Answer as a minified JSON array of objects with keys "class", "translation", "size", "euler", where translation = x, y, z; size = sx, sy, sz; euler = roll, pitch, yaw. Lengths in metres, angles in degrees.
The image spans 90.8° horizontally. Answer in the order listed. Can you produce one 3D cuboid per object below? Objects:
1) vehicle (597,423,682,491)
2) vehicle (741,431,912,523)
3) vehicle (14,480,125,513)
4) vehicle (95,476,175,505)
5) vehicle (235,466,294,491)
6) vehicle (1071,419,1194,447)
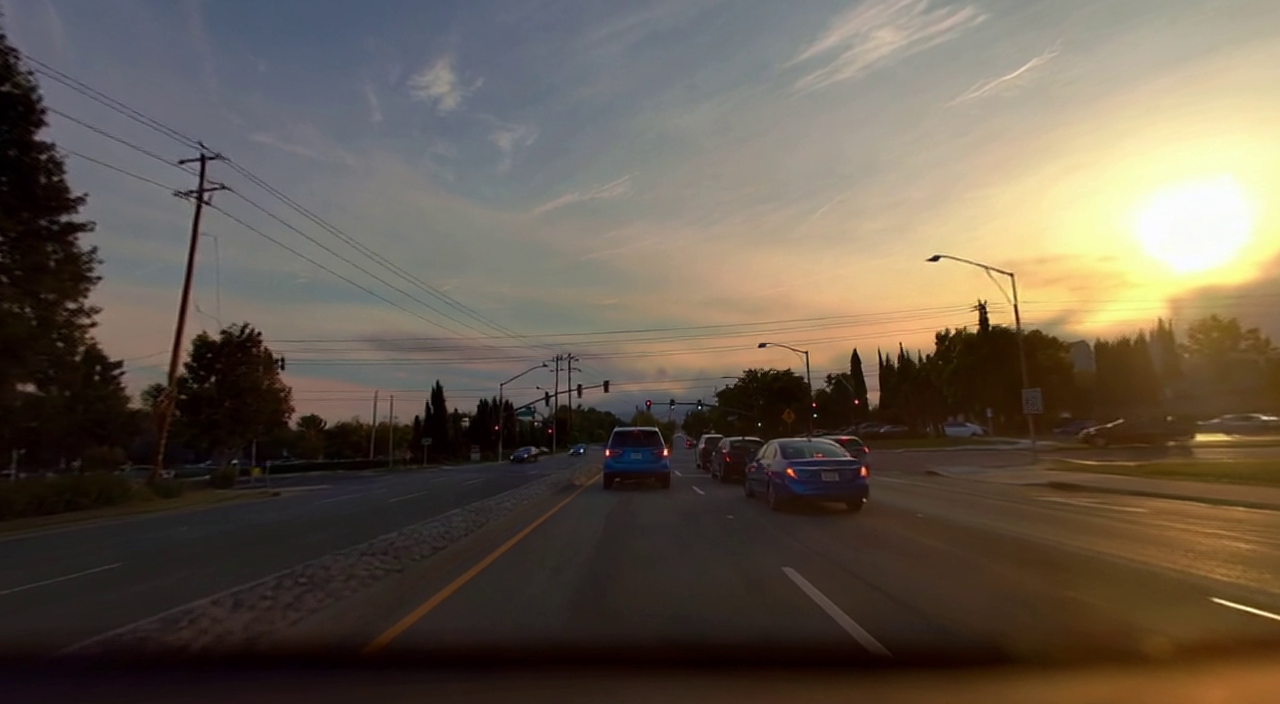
[{"class":"vehicle","translation":[-0.042,3.179,19.403],"size":[2.300,1.821,4.254],"euler":[0,-8,-1]},{"class":"vehicle","translation":[3.372,2.350,12.508],"size":[1.984,1.462,4.513],"euler":[0,-8,0]},{"class":"vehicle","translation":[-32.453,8.198,36.015],"size":[4.224,1.614,2.123],"euler":[-1,-8,0]},{"class":"vehicle","translation":[-33.208,9.102,41.606],"size":[3.637,1.483,2.007],"euler":[-3,-5,2]},{"class":"vehicle","translation":[-25.690,8.637,43.219],"size":[3.826,1.522,1.741],"euler":[-7,-10,29]},{"class":"vehicle","translation":[37.392,6.237,48.213],"size":[7.088,1.918,2.678],"euler":[-7,-10,38]}]
